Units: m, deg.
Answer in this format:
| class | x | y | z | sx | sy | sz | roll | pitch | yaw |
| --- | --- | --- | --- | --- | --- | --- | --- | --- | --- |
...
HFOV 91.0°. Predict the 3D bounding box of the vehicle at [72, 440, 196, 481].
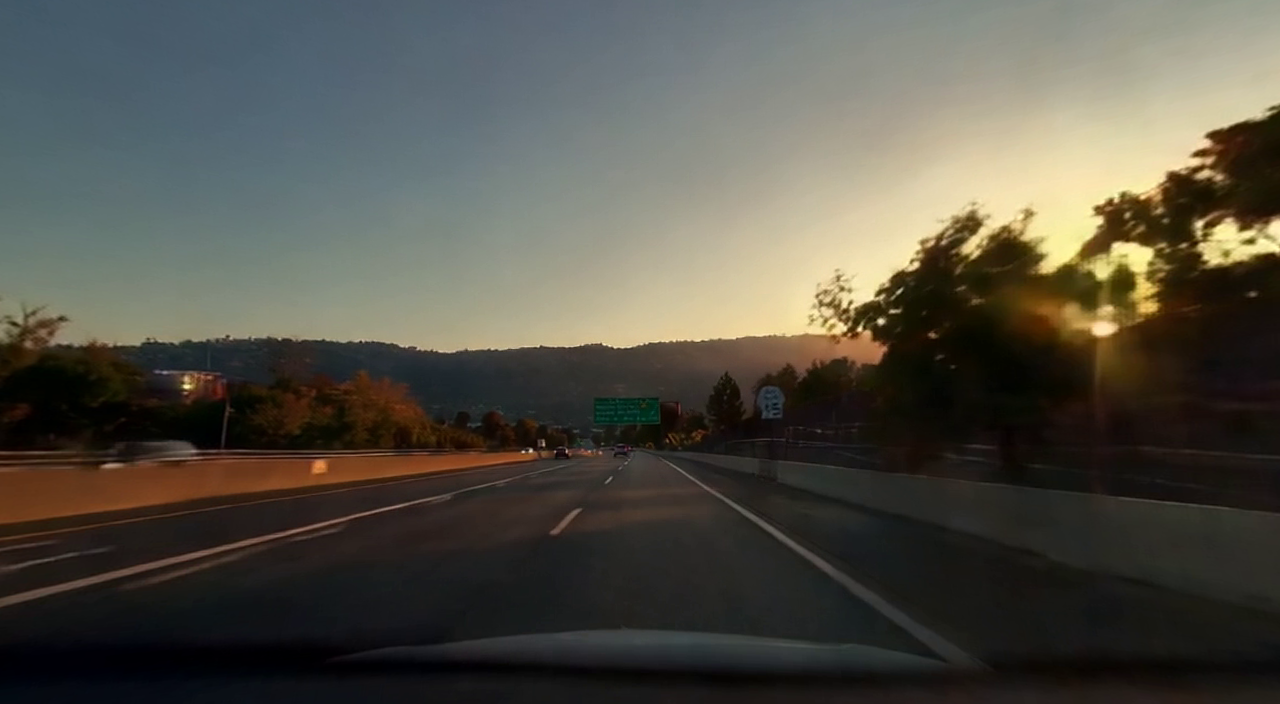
| class | x | y | z | sx | sy | sz | roll | pitch | yaw |
| --- | --- | --- | --- | --- | --- | --- | --- | --- | --- |
| vehicle | -20.662 | 4.432 | 25.946 | 1.787 | 1.512 | 3.945 | 0 | -9 | 1 |
